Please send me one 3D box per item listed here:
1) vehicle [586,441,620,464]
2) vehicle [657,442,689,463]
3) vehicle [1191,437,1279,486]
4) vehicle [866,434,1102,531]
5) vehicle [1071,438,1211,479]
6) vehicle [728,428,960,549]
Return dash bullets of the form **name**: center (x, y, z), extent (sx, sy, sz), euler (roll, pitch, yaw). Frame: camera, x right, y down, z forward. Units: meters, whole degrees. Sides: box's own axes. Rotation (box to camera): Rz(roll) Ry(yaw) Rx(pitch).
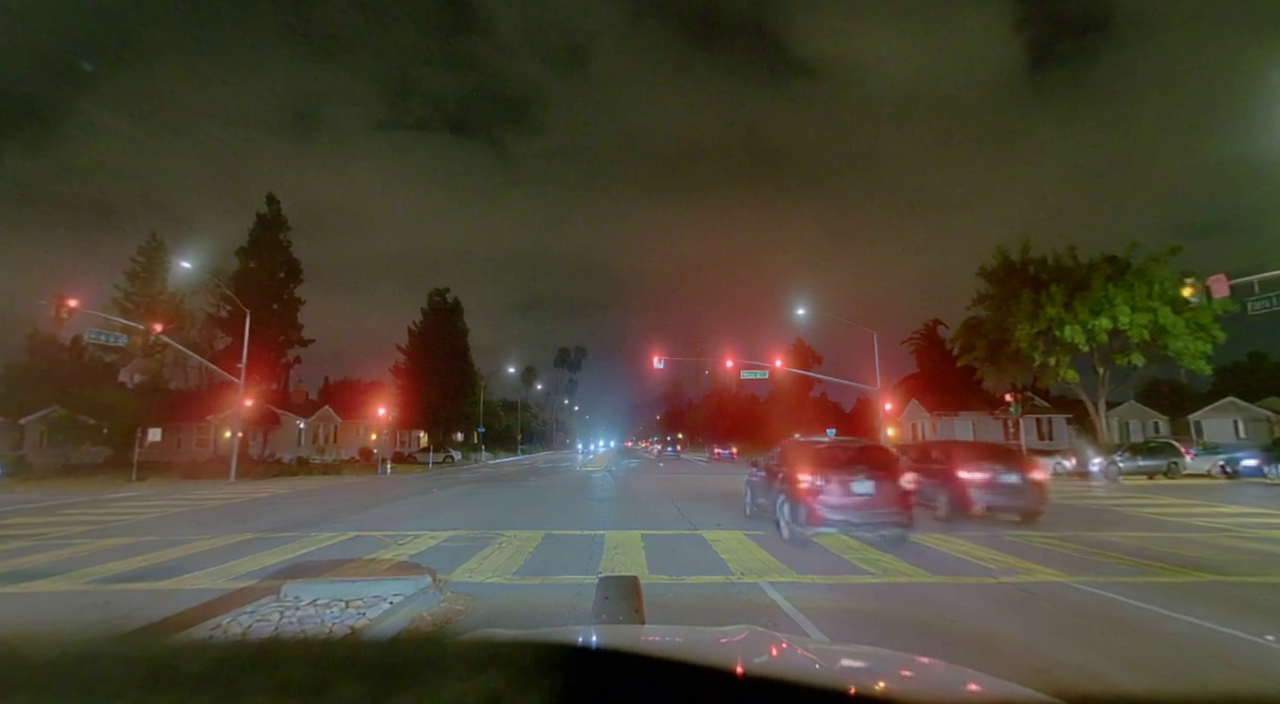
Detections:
- **vehicle**: center (-2.412, 6.709, 42.283), extent (2.045, 1.484, 3.991), euler (0, -9, 0)
- **vehicle**: center (2.447, 7.531, 47.532), extent (2.079, 1.473, 4.748), euler (0, -9, -1)
- **vehicle**: center (23.618, 4.040, 23.475), extent (4.417, 1.725, 1.969), euler (0, -9, -1)
- **vehicle**: center (6.334, 2.439, 12.448), extent (2.074, 1.530, 4.565), euler (0, -9, 0)
- **vehicle**: center (23.485, 4.988, 29.754), extent (4.807, 1.835, 2.033), euler (0, -9, -1)
- **vehicle**: center (2.945, 2.108, 10.552), extent (2.142, 1.506, 4.948), euler (0, -9, -1)
